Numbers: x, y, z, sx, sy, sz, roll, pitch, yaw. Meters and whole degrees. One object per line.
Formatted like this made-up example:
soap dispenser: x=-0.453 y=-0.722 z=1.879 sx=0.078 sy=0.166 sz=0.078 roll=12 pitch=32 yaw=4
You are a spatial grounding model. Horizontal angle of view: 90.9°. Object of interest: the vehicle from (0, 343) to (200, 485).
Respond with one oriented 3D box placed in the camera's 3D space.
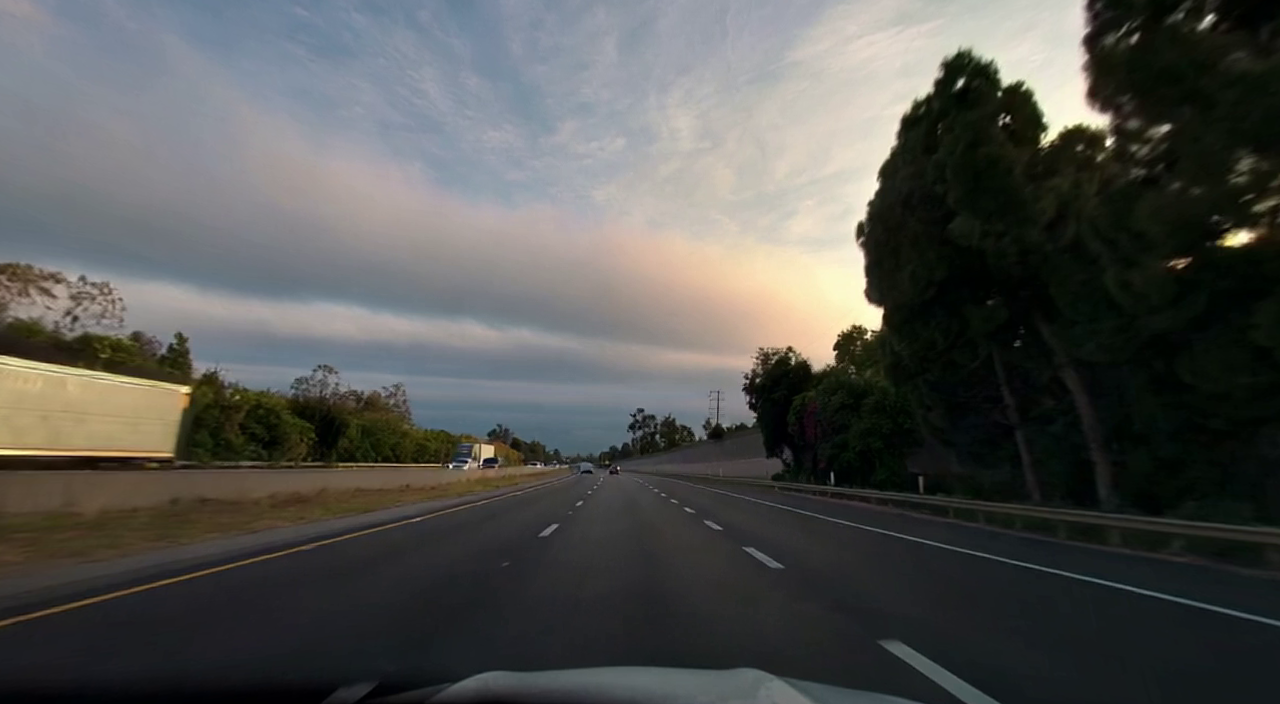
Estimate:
vehicle: x=-19.914 y=2.035 z=19.500 sx=2.876 sy=4.019 sz=13.821 roll=1 pitch=-10 yaw=-1
